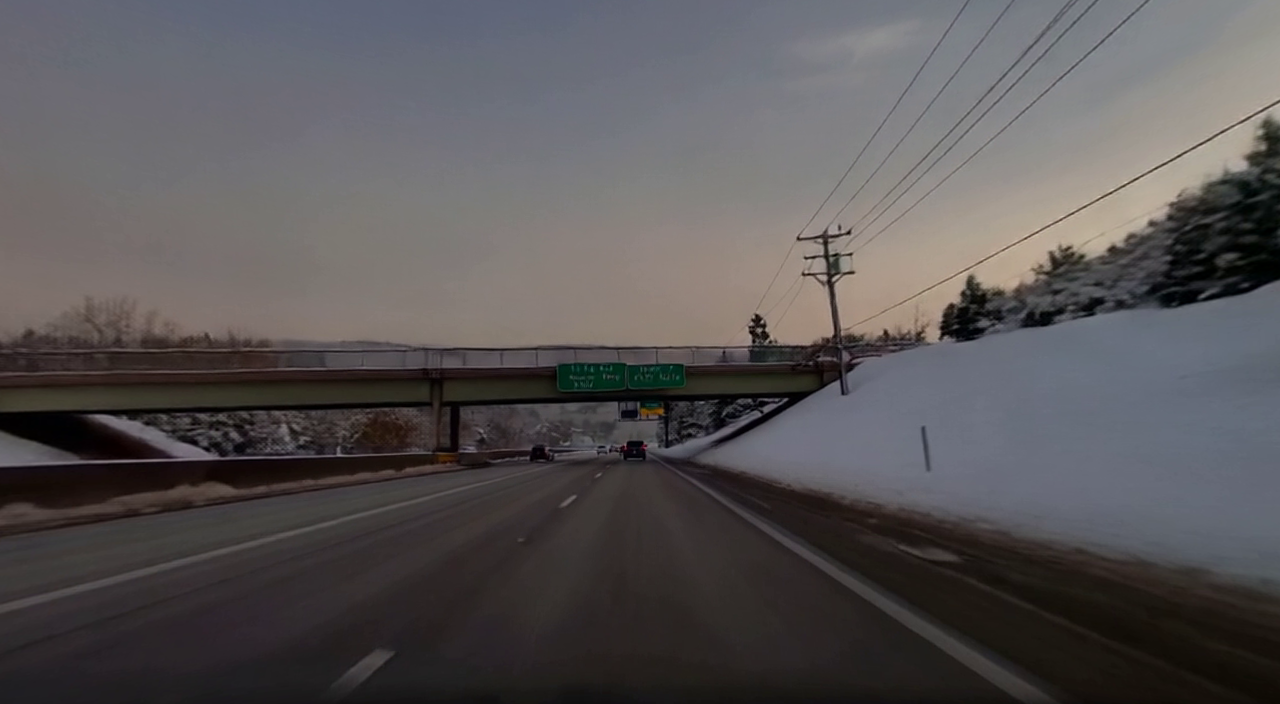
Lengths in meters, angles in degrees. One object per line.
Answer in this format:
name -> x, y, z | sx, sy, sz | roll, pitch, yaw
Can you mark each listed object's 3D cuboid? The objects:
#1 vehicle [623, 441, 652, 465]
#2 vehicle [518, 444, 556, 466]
vehicle -> -0.175, 7.588, 47.758 | 2.063, 1.715, 4.299 | 0, -8, 0
vehicle -> -7.508, 7.537, 46.400 | 2.077, 1.511, 4.323 | 0, -8, 0
